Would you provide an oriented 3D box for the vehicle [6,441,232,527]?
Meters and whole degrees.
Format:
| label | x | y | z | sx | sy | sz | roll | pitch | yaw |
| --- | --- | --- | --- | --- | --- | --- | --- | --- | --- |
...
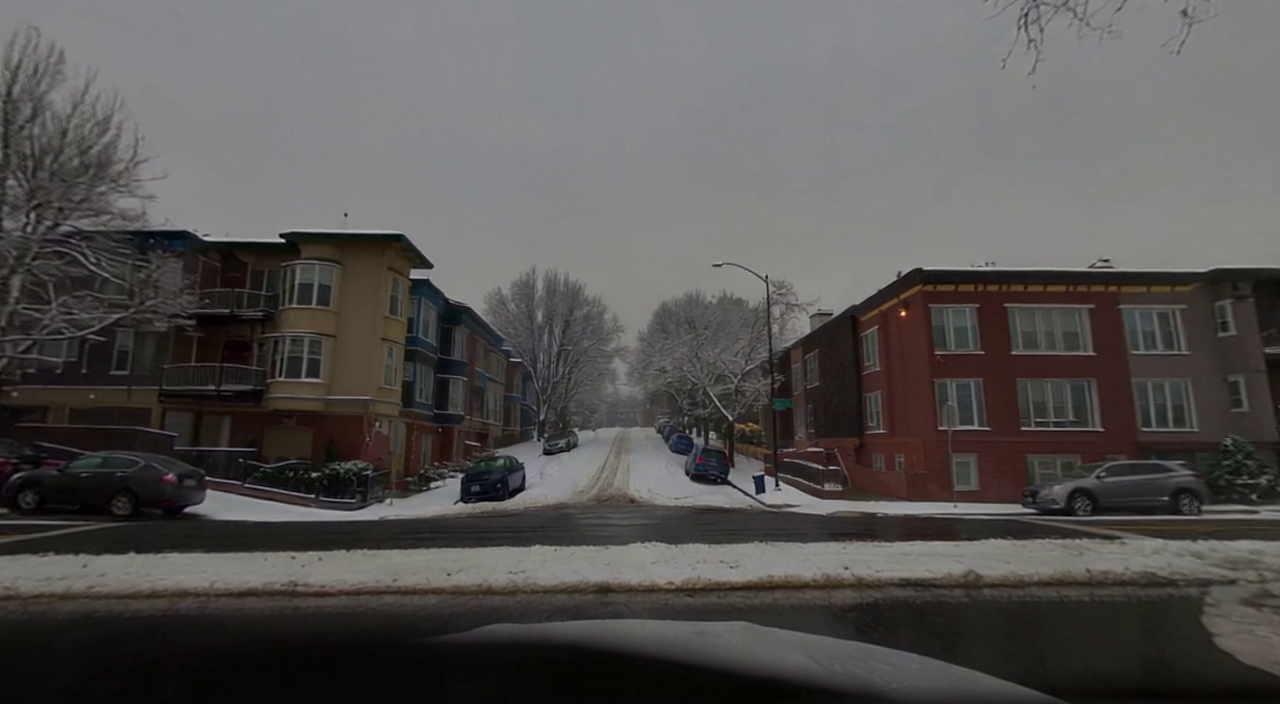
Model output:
| label | x | y | z | sx | sy | sz | roll | pitch | yaw |
| --- | --- | --- | --- | --- | --- | --- | --- | --- | --- |
| vehicle | -13.953 | 3.581 | 17.131 | 4.243 | 1.676 | 1.844 | 7 | -13 | 1 |

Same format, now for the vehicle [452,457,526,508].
| label | x | y | z | sx | sy | sz | roll | pitch | yaw |
| --- | --- | --- | --- | --- | --- | --- | --- | --- | --- |
| vehicle | -5.850 | 5.066 | 24.965 | 1.987 | 1.662 | 4.141 | -2 | -8 | -1 |

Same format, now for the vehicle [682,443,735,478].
| label | x | y | z | sx | sy | sz | roll | pitch | yaw |
| --- | --- | --- | --- | --- | --- | --- | --- | --- | --- |
| vehicle | 3.426 | 5.551 | 32.615 | 2.051 | 1.526 | 4.673 | 0 | -7 | -2 |

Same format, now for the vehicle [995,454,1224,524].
| label | x | y | z | sx | sy | sz | roll | pitch | yaw |
| --- | --- | --- | --- | --- | --- | --- | --- | --- | --- |
| vehicle | 12.523 | 3.652 | 17.098 | 4.596 | 1.690 | 1.972 | 0 | -8 | -1 |

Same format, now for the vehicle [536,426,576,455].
| label | x | y | z | sx | sy | sz | roll | pitch | yaw |
| --- | --- | --- | --- | --- | --- | --- | --- | --- | --- |
| vehicle | -6.157 | 6.482 | 46.691 | 2.101 | 1.732 | 4.119 | -3 | -4 | 3 |
